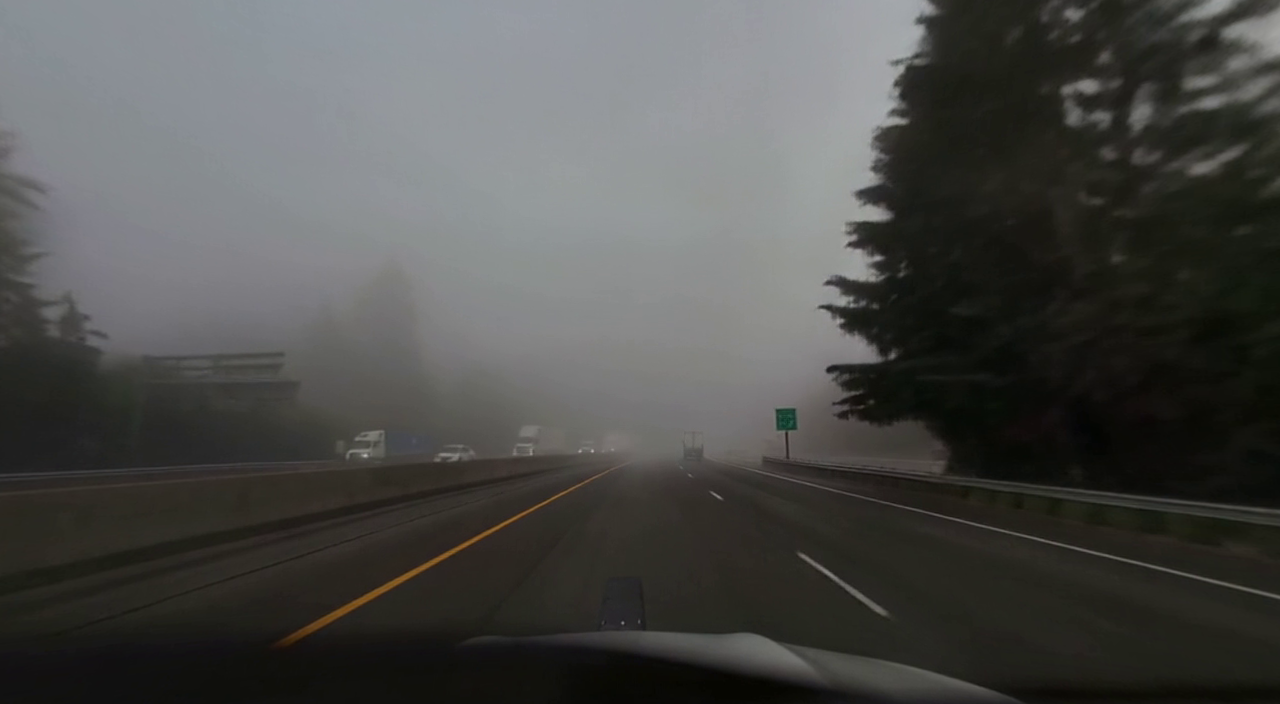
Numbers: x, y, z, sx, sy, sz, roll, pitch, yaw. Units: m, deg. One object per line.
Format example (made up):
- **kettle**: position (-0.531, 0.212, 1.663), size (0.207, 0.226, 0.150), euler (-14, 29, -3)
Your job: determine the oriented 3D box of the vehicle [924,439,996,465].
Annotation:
- **vehicle**: position (23.426, 7.339, 46.313), size (2.061, 1.776, 4.476), euler (3, -9, -19)
